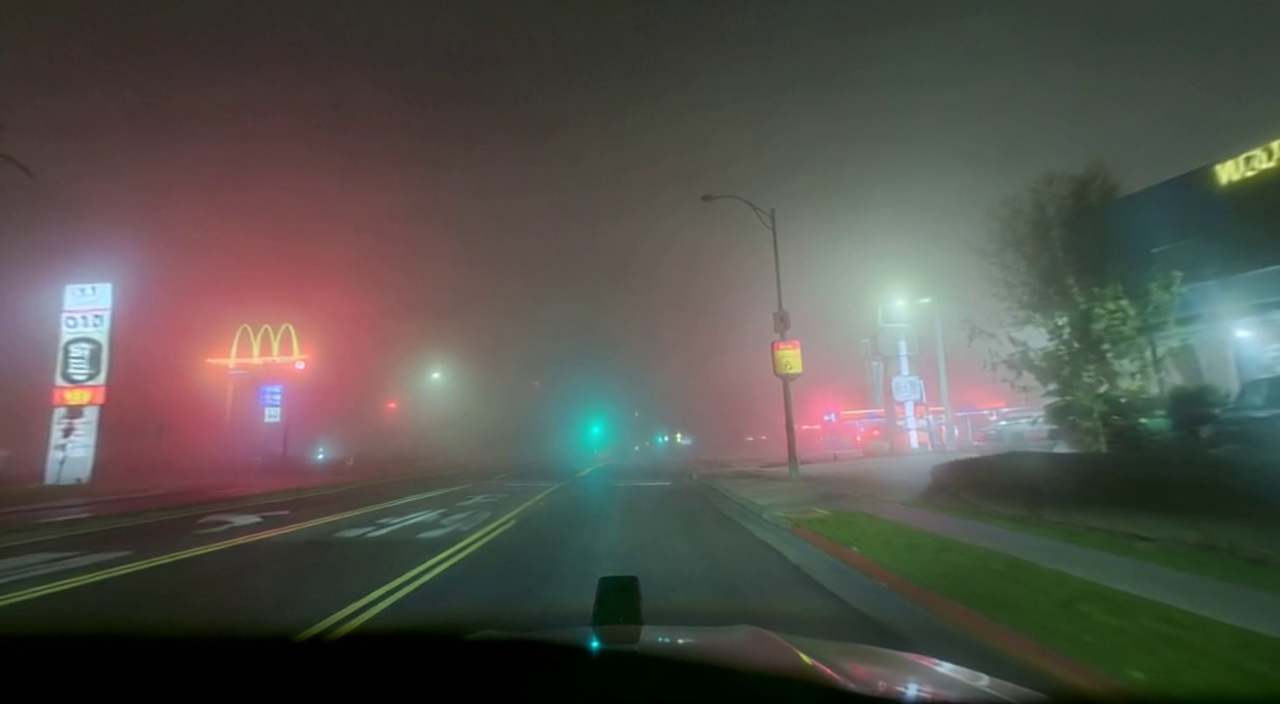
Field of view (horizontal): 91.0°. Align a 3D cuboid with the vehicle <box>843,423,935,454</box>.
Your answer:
[{"bbox_3d":[14.928,5.229,37.859,4.640,1.800,2.026,0,-9,-2],"label":"vehicle"}]
